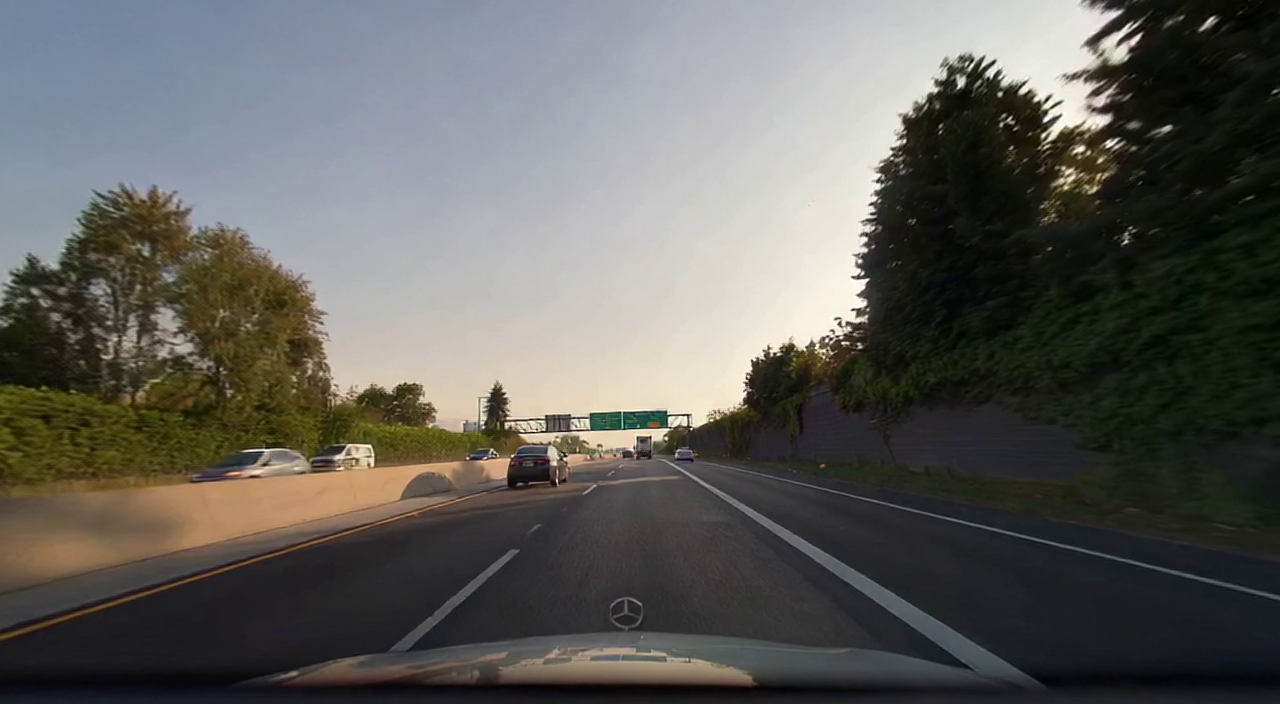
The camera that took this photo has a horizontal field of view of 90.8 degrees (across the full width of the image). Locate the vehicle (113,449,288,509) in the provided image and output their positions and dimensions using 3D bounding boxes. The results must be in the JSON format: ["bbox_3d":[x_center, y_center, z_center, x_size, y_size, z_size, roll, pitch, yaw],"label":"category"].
[{"bbox_3d":[-12.448,3.580,18.303,1.885,1.494,4.325,0,-9,1],"label":"vehicle"}]

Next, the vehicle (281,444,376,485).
[{"bbox_3d":[-16.772,6.058,34.379,2.248,2.059,5.585,0,-9,1],"label":"vehicle"}]

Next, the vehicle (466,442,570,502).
[{"bbox_3d":[-3.332,3.377,18.180,2.020,1.475,4.434,0,-9,1],"label":"vehicle"}]
